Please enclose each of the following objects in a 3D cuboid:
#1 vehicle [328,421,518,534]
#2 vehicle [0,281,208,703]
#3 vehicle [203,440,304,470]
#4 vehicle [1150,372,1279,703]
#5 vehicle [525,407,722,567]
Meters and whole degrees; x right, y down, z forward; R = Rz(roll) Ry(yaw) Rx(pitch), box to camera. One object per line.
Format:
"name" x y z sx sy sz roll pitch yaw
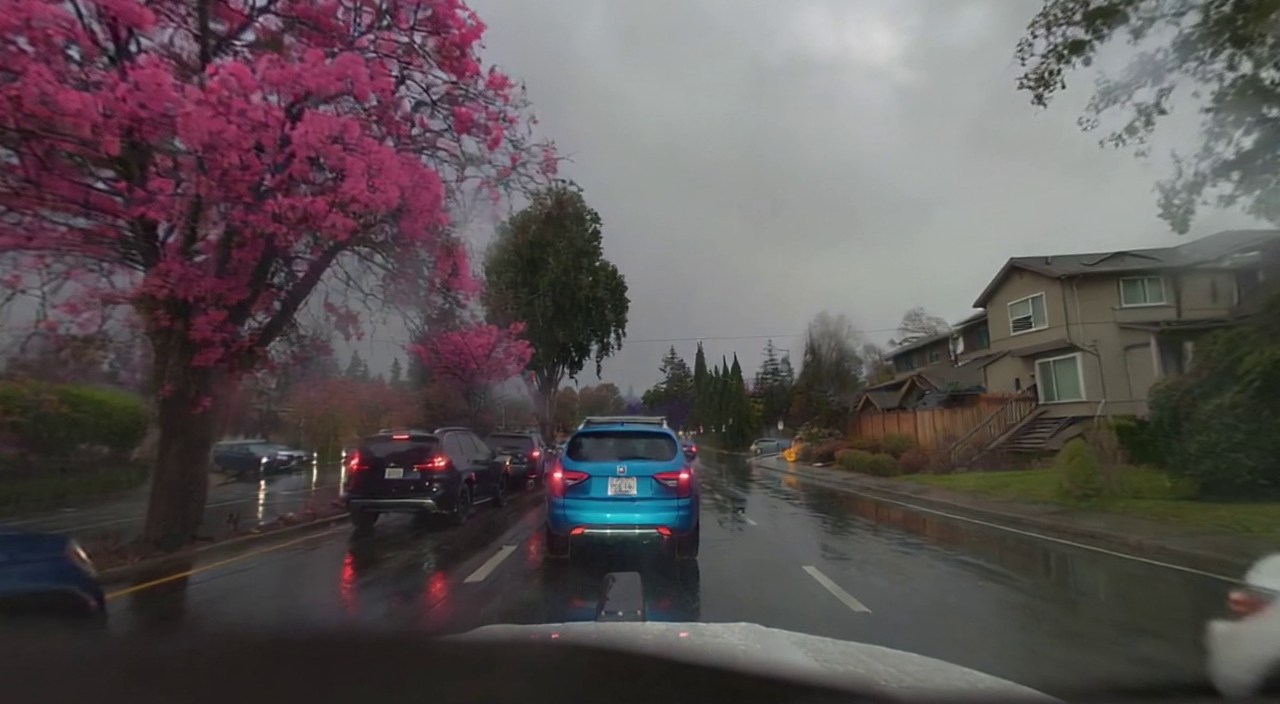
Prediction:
"vehicle" -3.667 2.200 11.656 1.948 1.668 4.279 0 -8 0
"vehicle" -3.519 0.509 0.956 2.304 1.928 4.833 0 -8 -1
"vehicle" -28.503 7.591 46.832 5.856 2.096 2.481 3 -9 -18
"vehicle" 3.250 0.646 0.639 1.932 1.578 4.217 1 -8 0
"vehicle" -0.191 1.744 8.878 2.112 1.693 4.058 0 -8 0
